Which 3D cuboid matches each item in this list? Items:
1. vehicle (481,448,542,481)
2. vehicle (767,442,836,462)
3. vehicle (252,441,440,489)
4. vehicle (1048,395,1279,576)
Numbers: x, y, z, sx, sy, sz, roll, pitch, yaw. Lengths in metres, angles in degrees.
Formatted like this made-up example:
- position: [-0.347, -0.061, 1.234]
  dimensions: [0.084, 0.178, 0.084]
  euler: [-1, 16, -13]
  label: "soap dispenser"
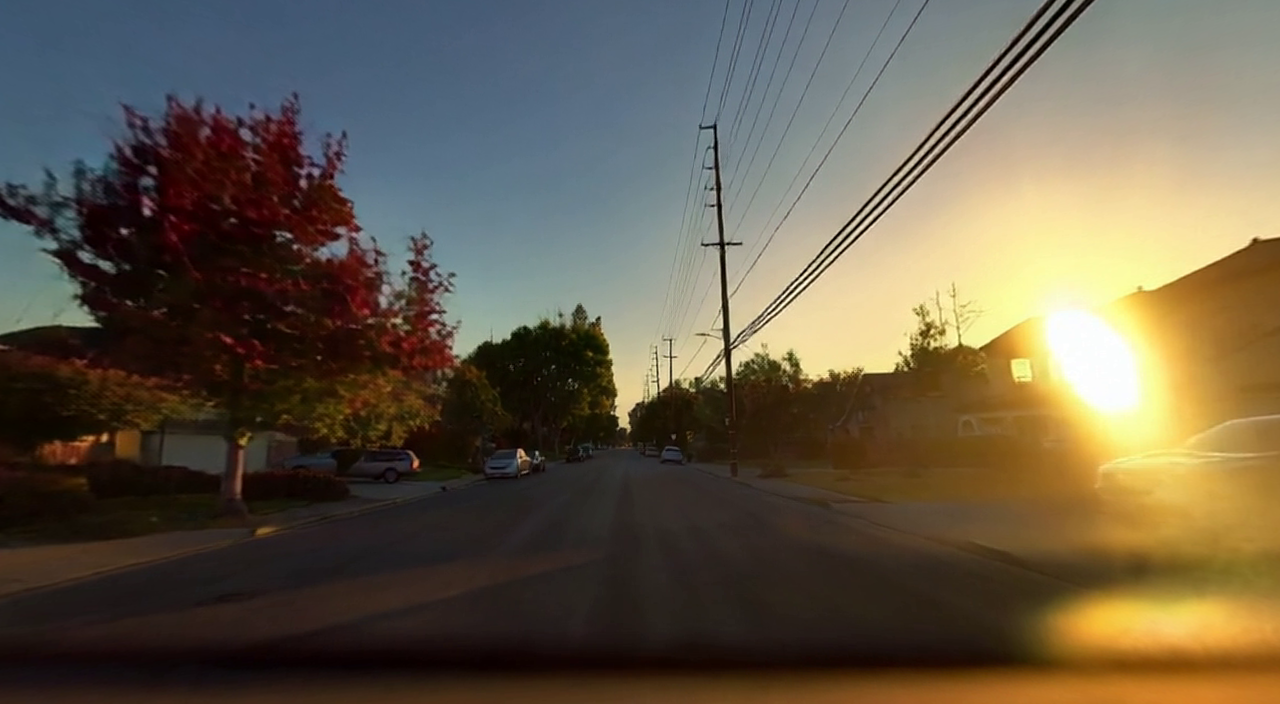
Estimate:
- position: [-6.554, 5.785, 32.855]
  dimensions: [2.208, 1.491, 5.089]
  euler: [0, -8, -1]
  label: "vehicle"
- position: [12.108, 7.522, 47.540]
  dimensions: [4.605, 1.492, 1.898]
  euler: [0, -9, -1]
  label: "vehicle"
- position: [-12.179, 4.732, 26.691]
  dimensions: [6.619, 1.759, 2.632]
  euler: [-1, -9, -2]
  label: "vehicle"
- position: [9.060, 1.529, 8.112]
  dimensions: [5.890, 1.896, 2.459]
  euler: [-2, -8, -1]
  label: "vehicle"
